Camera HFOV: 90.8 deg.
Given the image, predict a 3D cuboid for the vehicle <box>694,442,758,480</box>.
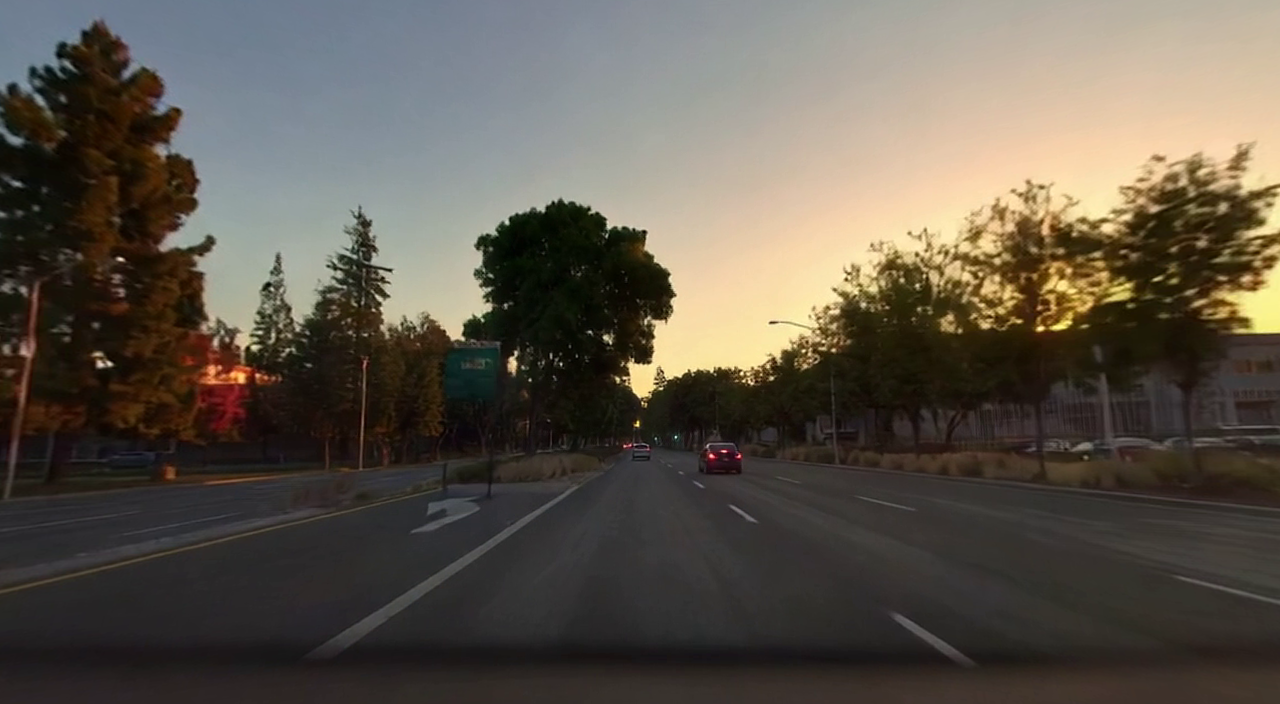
[{"bbox_3d":[3.560,4.585,26.950,1.948,1.479,4.620,0,-8,-2],"label":"vehicle"}]
